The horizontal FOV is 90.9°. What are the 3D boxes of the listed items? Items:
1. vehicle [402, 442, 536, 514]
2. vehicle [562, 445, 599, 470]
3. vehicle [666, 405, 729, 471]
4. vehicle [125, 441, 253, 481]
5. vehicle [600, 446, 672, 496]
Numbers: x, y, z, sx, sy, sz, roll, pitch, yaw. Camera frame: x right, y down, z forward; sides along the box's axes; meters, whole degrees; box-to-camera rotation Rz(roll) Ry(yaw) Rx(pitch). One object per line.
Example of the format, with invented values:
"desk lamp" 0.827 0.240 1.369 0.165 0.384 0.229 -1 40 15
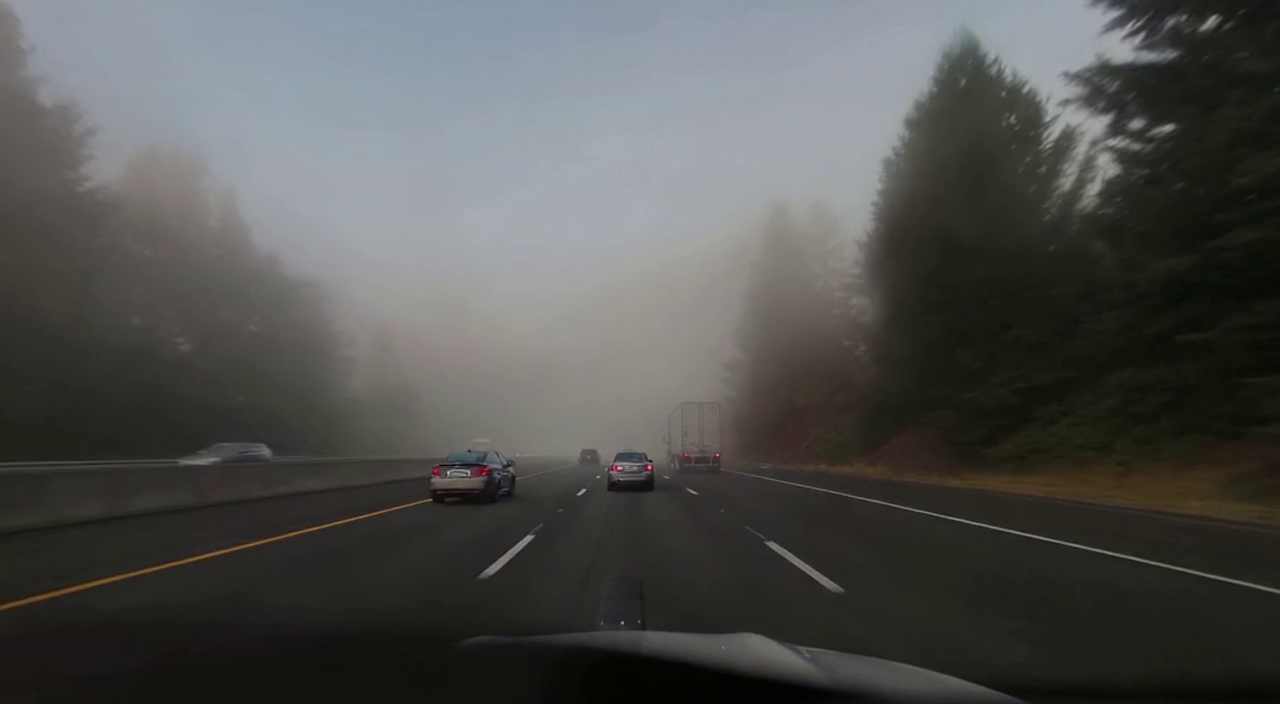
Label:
"vehicle" -3.889 2.949 15.224 2.017 1.460 4.382 0 -9 0
"vehicle" -4.137 7.452 44.639 2.232 1.688 4.844 0 -9 -1
"vehicle" 3.858 6.465 46.535 2.905 4.109 14.332 0 -9 -2
"vehicle" -18.562 4.498 26.272 1.923 1.500 4.769 0 -9 -2
"vehicle" -0.155 3.695 19.899 2.023 1.400 4.028 0 -9 -1
